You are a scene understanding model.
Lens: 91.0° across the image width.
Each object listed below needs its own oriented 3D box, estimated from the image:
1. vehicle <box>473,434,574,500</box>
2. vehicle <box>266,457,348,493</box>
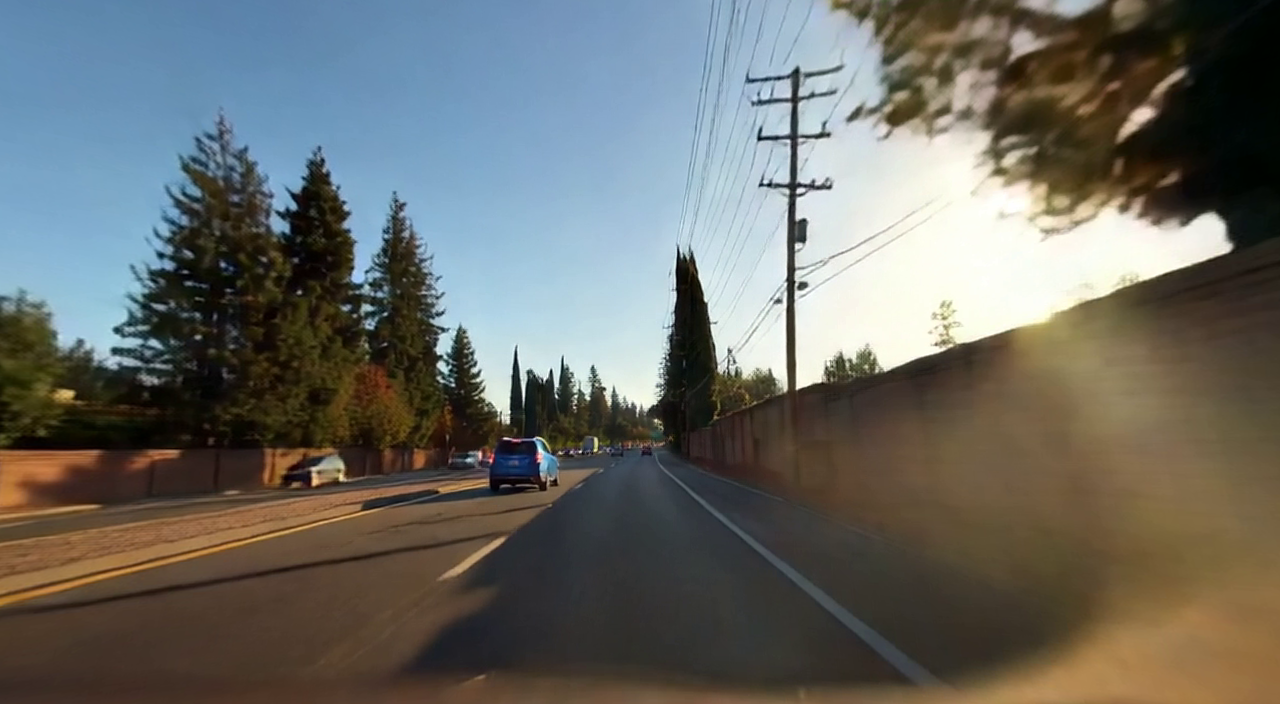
[{"bbox_3d":[-3.373,3.424,19.173,2.147,1.730,4.555,0,-9,1],"label":"vehicle"},{"bbox_3d":[-16.041,5.913,30.548,1.766,1.554,3.887,0,-9,1],"label":"vehicle"}]
